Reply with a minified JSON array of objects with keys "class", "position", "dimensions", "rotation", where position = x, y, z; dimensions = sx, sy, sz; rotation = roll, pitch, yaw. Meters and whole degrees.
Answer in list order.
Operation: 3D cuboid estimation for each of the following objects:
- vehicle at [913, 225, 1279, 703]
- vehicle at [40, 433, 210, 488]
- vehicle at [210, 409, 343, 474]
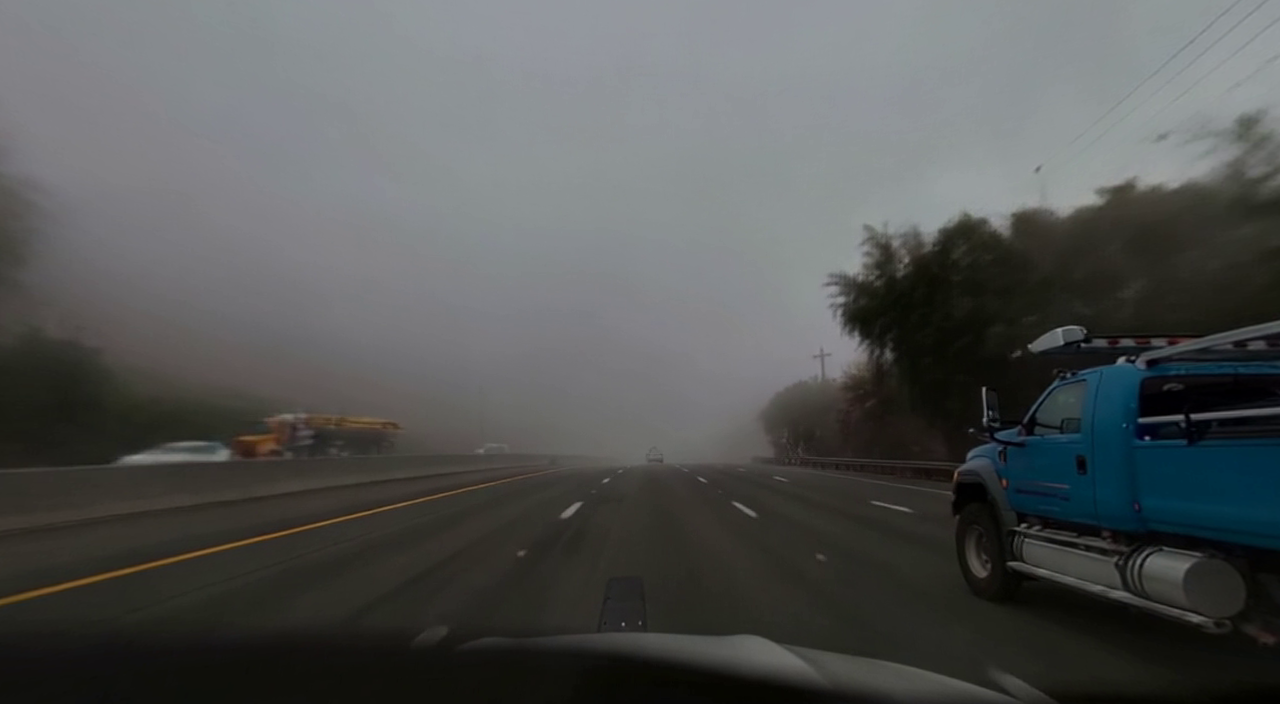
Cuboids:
[{"class":"vehicle","position":[3.729,0.609,2.200],"dimensions":[2.538,2.228,6.370],"rotation":[0,-9,-1]},{"class":"vehicle","position":[-17.974,3.813,22.298],"dimensions":[1.965,1.724,4.640],"rotation":[0,-9,2]},{"class":"vehicle","position":[-21.345,5.383,37.595],"dimensions":[2.966,3.493,7.870],"rotation":[0,-9,1]}]
